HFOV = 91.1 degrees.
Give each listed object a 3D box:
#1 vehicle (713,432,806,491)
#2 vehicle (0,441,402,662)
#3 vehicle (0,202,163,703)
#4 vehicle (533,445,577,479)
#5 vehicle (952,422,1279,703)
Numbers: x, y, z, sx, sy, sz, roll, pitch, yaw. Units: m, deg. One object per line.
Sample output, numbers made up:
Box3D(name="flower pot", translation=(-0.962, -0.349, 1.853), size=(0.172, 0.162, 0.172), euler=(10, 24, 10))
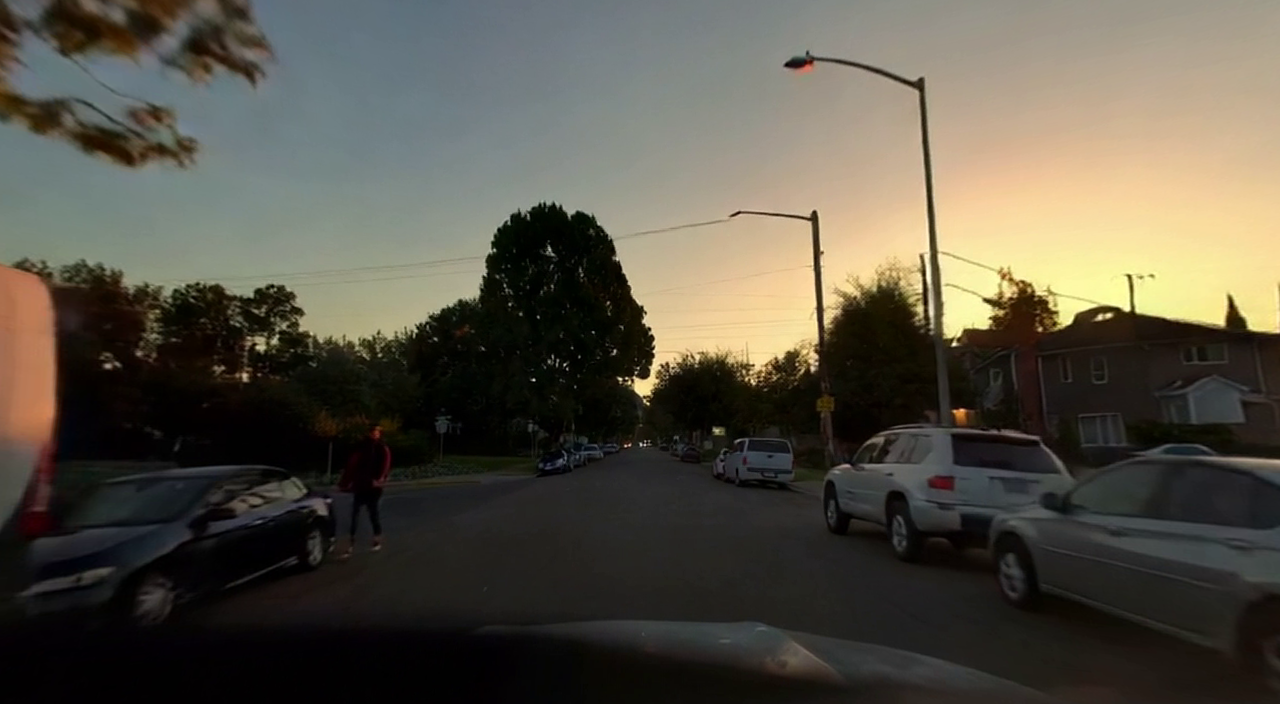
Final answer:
Box3D(name="vehicle", translation=(4.139, 3.897, 22.735), size=(2.215, 1.897, 5.131), euler=(0, -9, -1))
Box3D(name="vehicle", translation=(-4.468, 1.828, 6.992), size=(1.934, 1.547, 4.400), euler=(-1, -7, 0))
Box3D(name="vehicle", translation=(-4.487, 0.338, 1.036), size=(2.470, 2.613, 5.989), euler=(-4, -9, 4))
Box3D(name="vehicle", translation=(-4.433, 5.769, 33.325), size=(1.870, 1.562, 4.212), euler=(-2, -8, -2))
Box3D(name="vehicle", translation=(4.005, 1.307, 4.014), size=(1.839, 1.520, 4.498), euler=(3, -8, 1))
